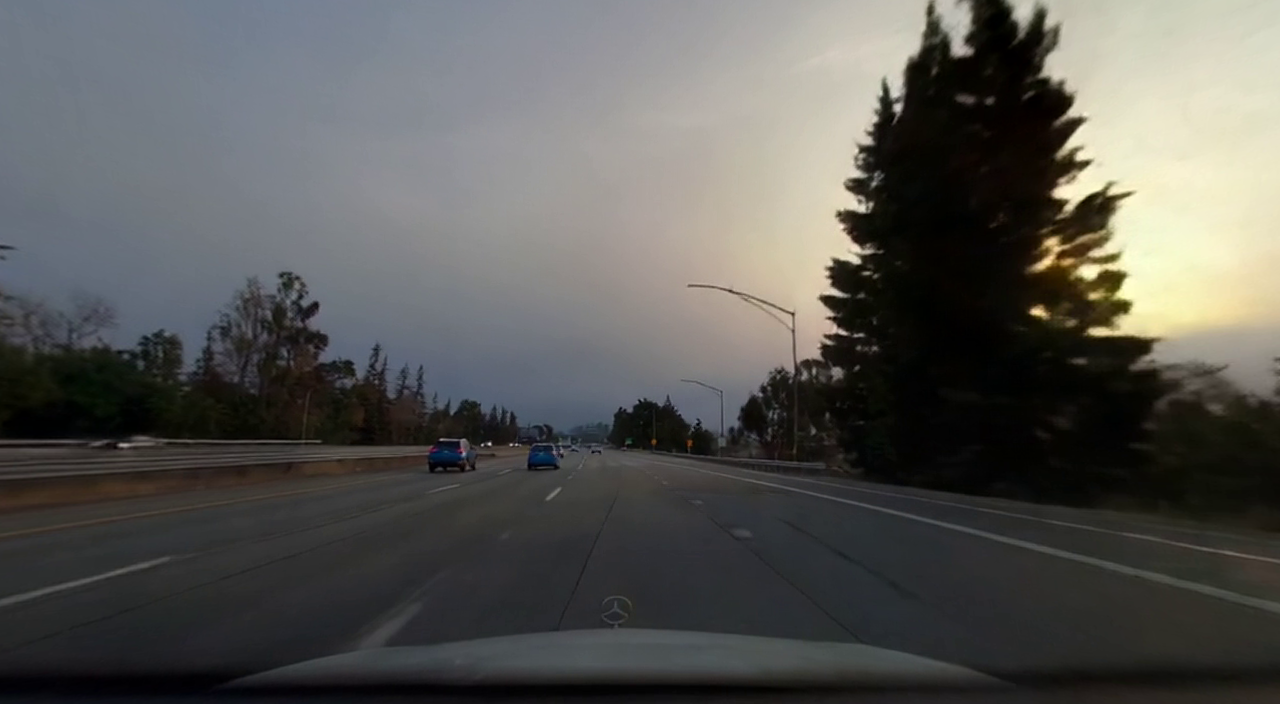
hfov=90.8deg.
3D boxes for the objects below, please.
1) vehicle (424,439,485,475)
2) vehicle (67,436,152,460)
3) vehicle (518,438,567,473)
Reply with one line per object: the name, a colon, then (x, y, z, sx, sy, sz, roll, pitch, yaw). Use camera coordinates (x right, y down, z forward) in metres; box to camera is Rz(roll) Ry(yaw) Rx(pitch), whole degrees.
vehicle: (-9.420, 5.369, 32.486, 2.016, 1.711, 4.365, 0, -9, -3)
vehicle: (-34.733, 6.317, 41.562, 1.944, 1.478, 4.464, 0, -9, -5)
vehicle: (-5.276, 5.687, 34.792, 2.146, 1.766, 4.502, 0, -9, -3)
